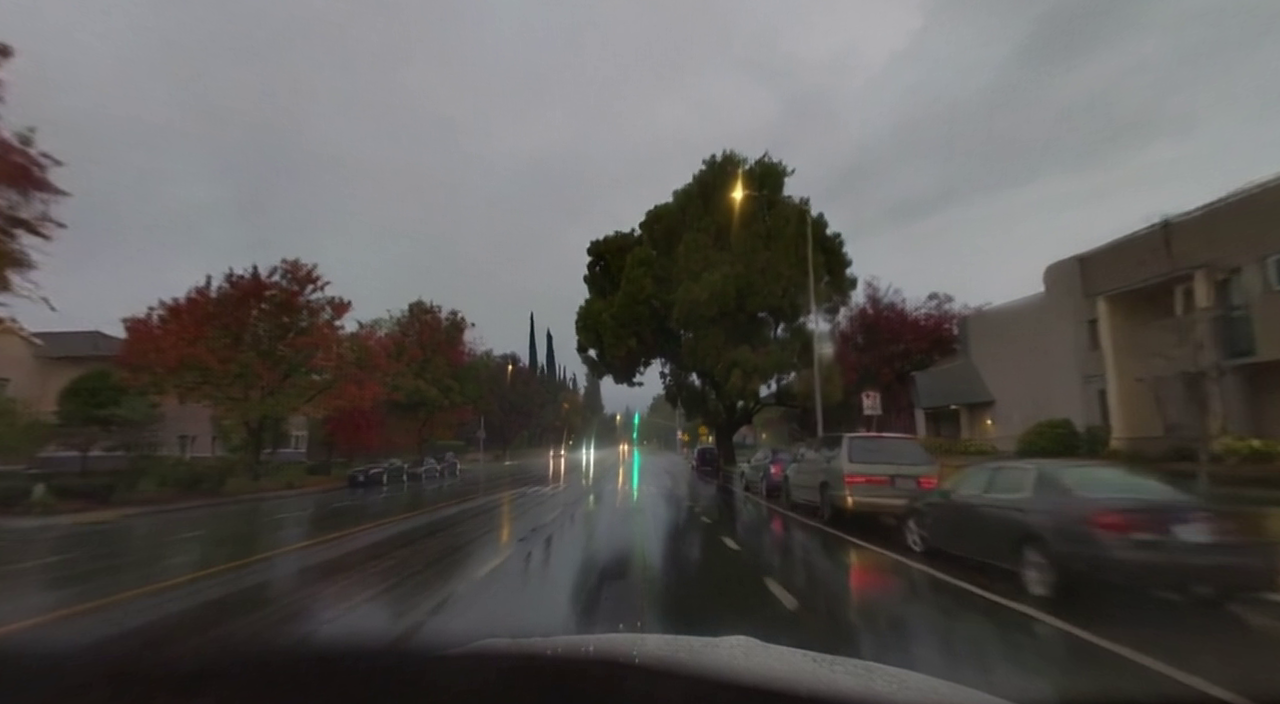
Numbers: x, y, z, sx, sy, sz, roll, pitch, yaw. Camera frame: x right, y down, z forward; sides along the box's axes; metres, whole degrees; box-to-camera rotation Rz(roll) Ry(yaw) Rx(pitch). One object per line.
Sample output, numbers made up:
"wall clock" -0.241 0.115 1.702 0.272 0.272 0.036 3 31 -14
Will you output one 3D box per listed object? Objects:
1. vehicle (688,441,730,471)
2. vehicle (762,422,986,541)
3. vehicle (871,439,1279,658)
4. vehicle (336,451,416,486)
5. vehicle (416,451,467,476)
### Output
"vehicle" 4.272 6.548 39.903 2.220 1.752 4.782 0 -8 1
"vehicle" 4.018 2.316 11.995 2.338 1.771 4.680 0 -8 -2
"vehicle" 4.206 1.654 6.558 1.845 1.443 4.531 0 -8 -1
"vehicle" -13.964 6.170 33.751 2.163 1.641 4.875 0 -8 0
"vehicle" -13.886 7.798 44.405 1.983 1.608 4.699 0 -8 1
